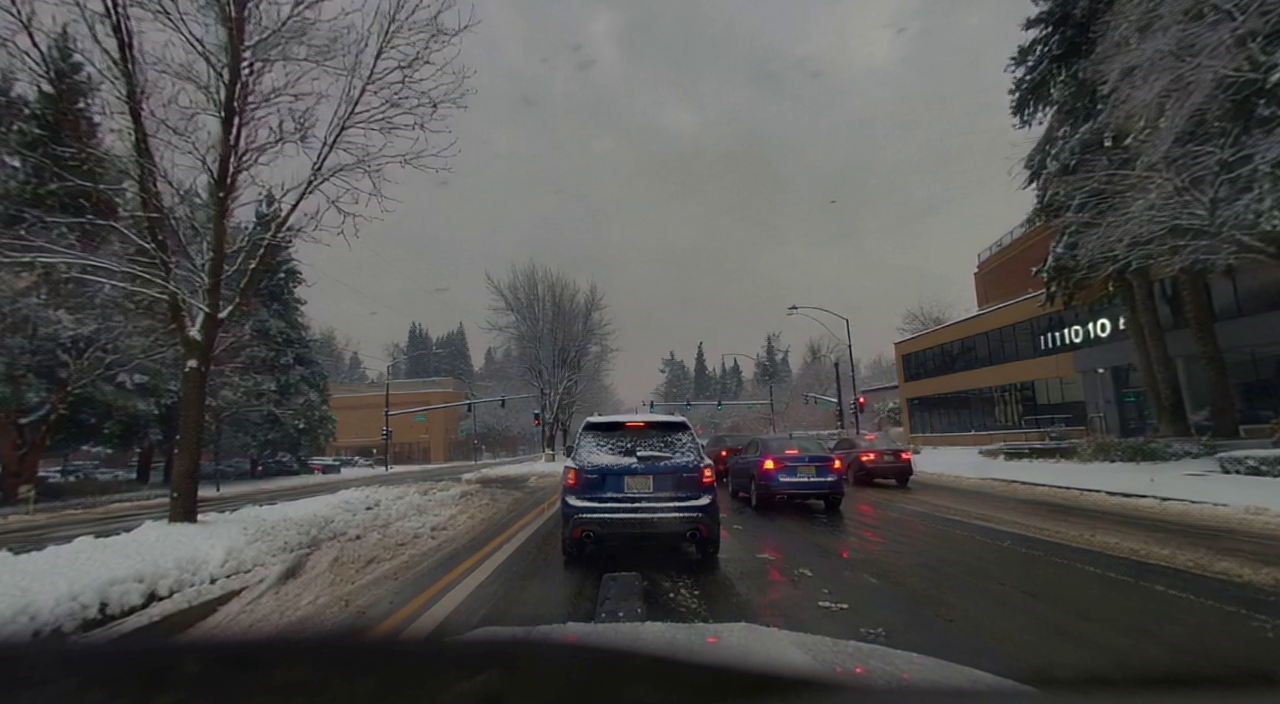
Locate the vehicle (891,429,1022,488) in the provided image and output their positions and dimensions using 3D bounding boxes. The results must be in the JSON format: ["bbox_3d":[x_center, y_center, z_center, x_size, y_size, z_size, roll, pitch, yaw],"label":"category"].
[{"bbox_3d":[10.854,3.697,22.133,2.123,1.812,4.553,0,-9,-1],"label":"vehicle"}]

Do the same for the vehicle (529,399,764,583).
[{"bbox_3d":[0.058,1.659,8.261,2.266,1.762,4.131,0,-9,0],"label":"vehicle"}]

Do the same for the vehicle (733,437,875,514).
[{"bbox_3d":[3.492,2.718,14.418,1.997,1.471,4.321,0,-9,-1],"label":"vehicle"}]
